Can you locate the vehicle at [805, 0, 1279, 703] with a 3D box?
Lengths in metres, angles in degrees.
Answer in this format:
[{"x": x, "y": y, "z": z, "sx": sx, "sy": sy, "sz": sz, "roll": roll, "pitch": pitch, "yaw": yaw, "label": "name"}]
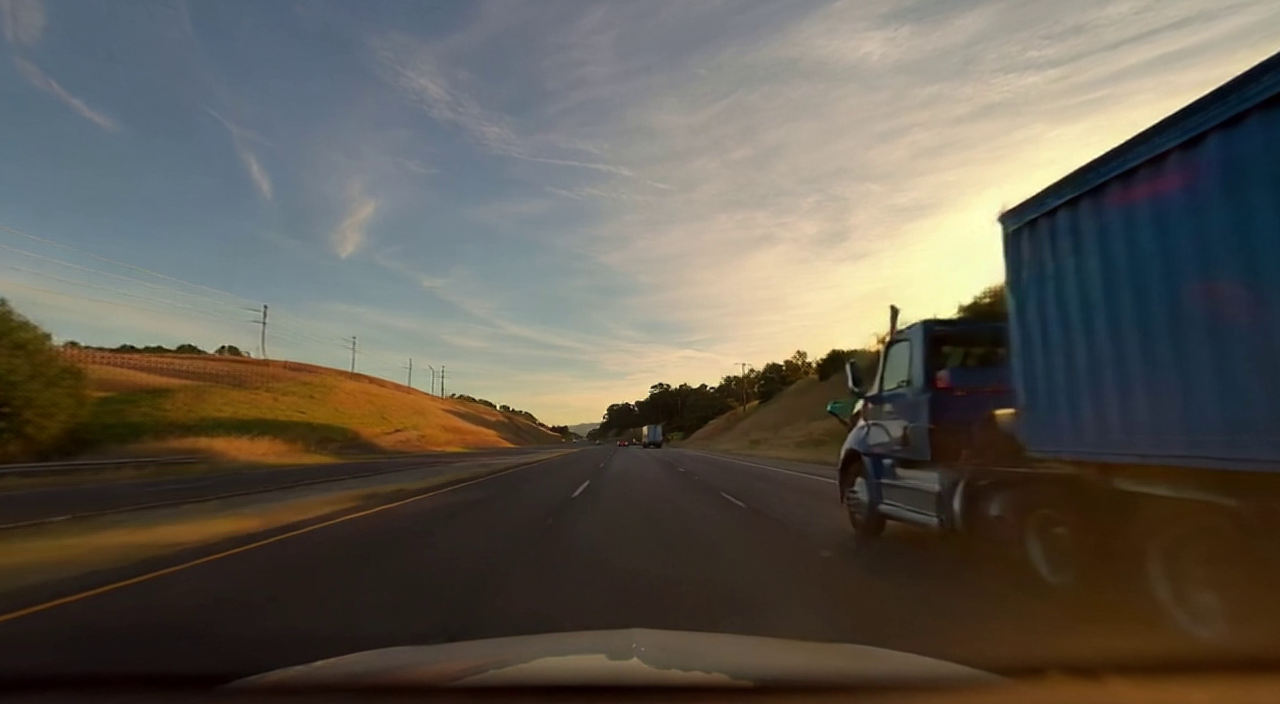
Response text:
[{"x": 4.135, "y": 0.149, "z": 4.747, "sx": 3.037, "sy": 3.672, "sz": 9.136, "roll": 0, "pitch": -8, "yaw": -2, "label": "vehicle"}]
